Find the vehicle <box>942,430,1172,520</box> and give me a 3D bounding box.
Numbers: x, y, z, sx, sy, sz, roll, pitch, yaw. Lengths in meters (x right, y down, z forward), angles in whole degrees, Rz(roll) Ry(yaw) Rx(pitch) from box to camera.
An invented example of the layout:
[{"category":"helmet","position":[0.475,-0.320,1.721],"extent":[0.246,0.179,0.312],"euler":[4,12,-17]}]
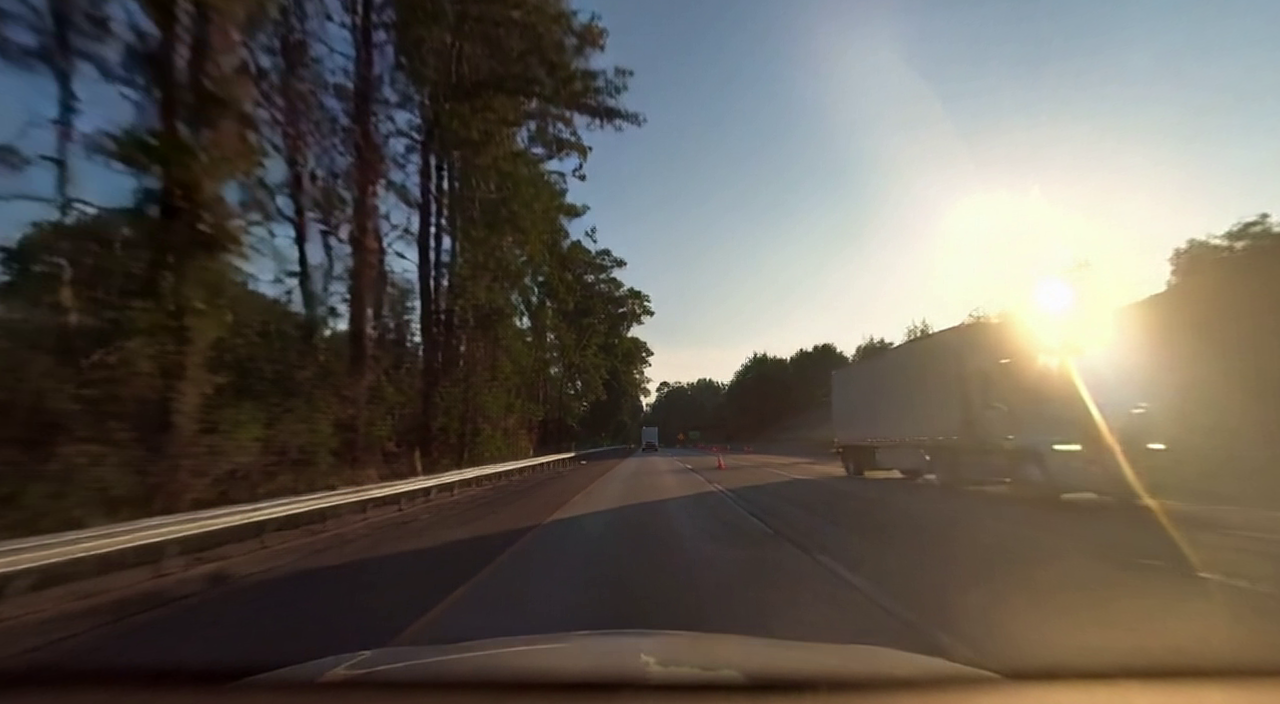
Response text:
[{"category":"vehicle","position":[8.365,2.474,13.116],"extent":[2.611,1.607,3.179],"euler":[0,-8,2]}]
